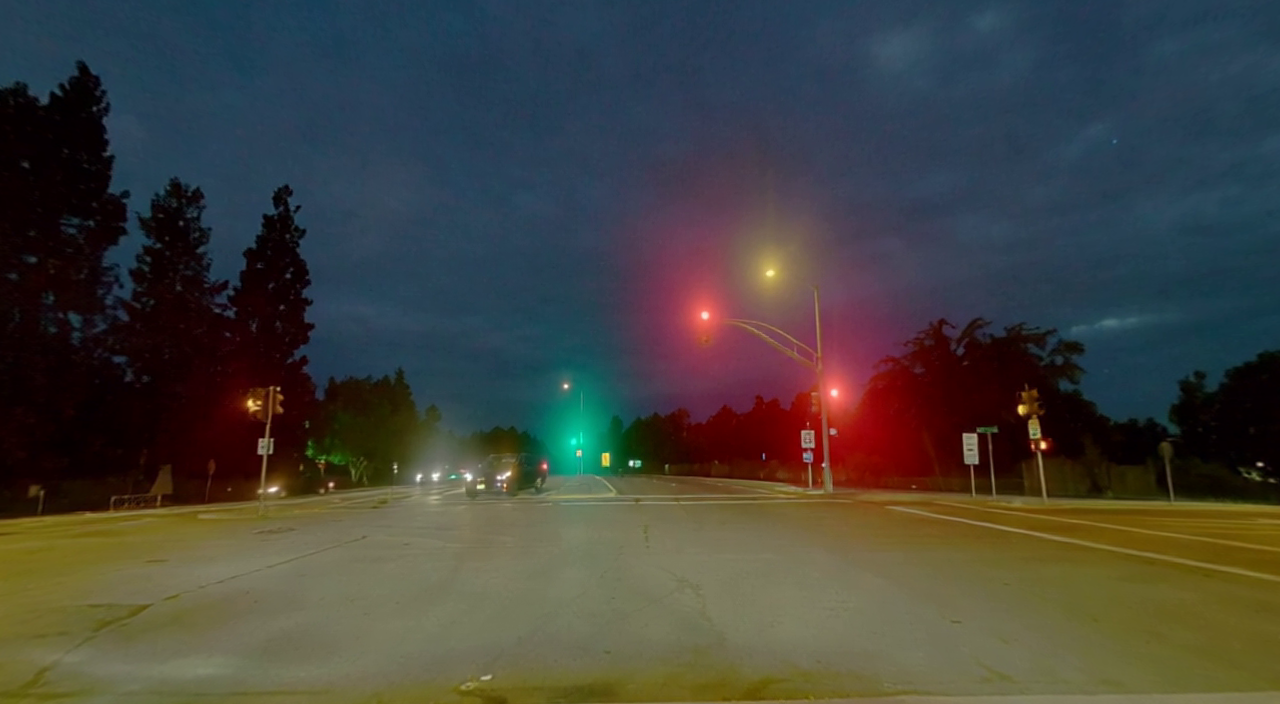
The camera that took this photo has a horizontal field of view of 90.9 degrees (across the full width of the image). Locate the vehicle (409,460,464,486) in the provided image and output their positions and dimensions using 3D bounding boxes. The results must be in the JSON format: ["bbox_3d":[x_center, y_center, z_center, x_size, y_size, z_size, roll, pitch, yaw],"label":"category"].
[{"bbox_3d":[-15.517,9.200,48.316,2.050,1.755,5.135,-1,-9,6],"label":"vehicle"}]

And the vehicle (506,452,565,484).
[{"bbox_3d":[-5.226,5.855,32.108,2.107,1.456,4.728,0,-8,1],"label":"vehicle"}]

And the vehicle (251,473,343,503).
[{"bbox_3d":[-21.110,8.323,38.933,2.029,1.500,4.491,-7,-11,38],"label":"vehicle"}]

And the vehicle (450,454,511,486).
[{"bbox_3d":[-8.030,5.973,32.082,1.960,1.433,4.213,0,-8,1],"label":"vehicle"}]
